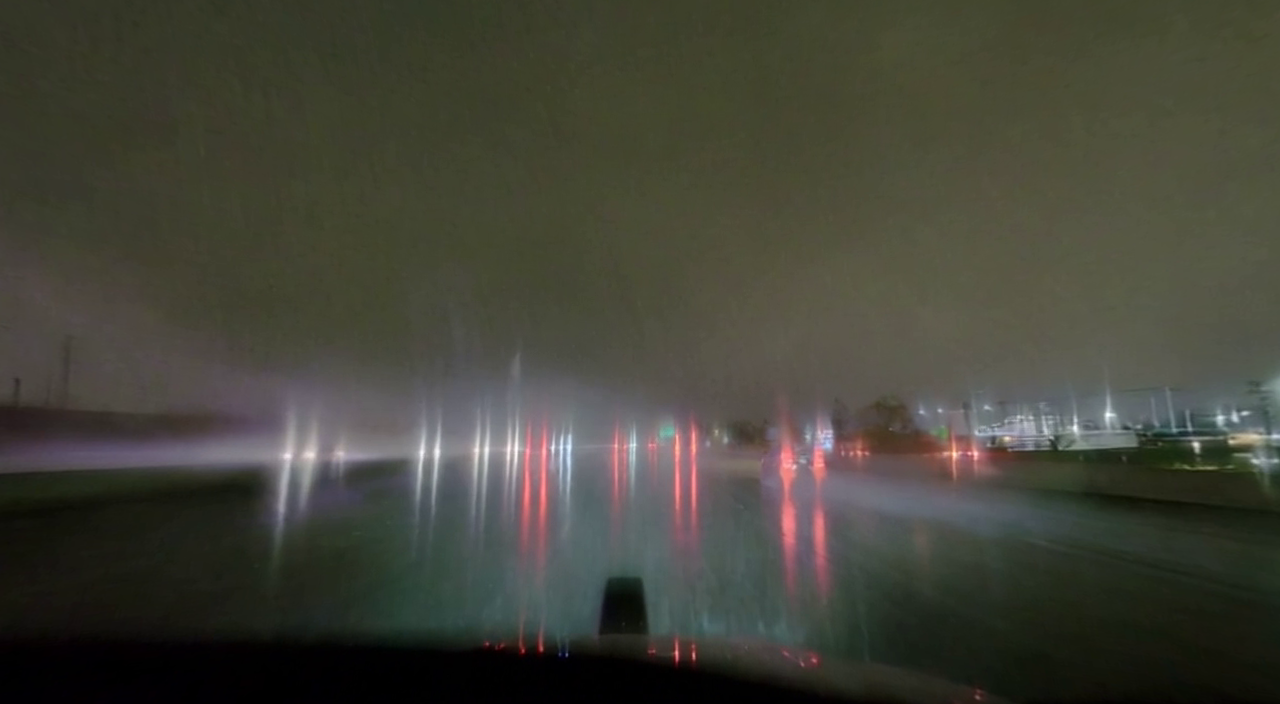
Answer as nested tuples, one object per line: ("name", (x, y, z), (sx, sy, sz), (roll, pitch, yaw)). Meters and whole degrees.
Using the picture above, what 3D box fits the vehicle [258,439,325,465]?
("vehicle", (-25.323, 7.301, 45.815), (2.080, 1.769, 4.677), (0, -9, 1))
